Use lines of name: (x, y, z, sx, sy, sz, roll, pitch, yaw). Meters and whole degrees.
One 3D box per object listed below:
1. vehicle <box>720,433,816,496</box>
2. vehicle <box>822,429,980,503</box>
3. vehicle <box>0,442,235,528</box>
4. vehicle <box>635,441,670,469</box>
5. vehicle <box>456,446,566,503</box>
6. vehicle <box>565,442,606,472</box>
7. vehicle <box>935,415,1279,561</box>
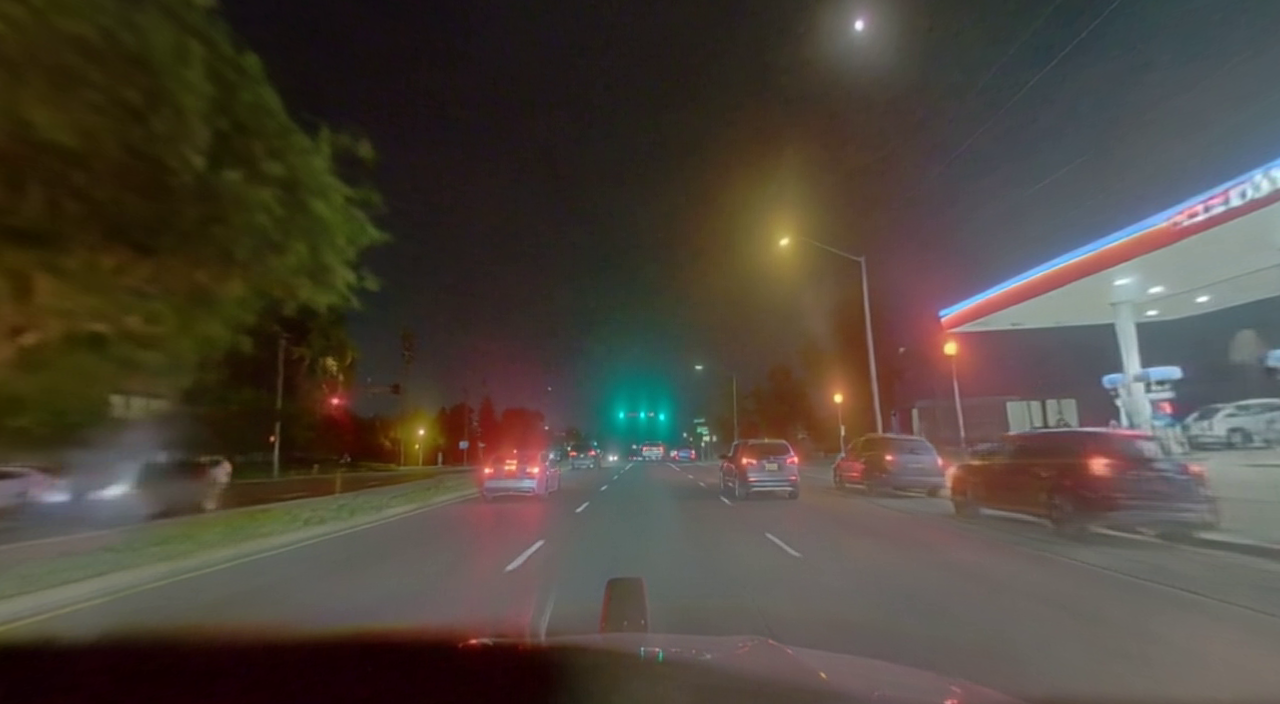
vehicle: (3.789, 3.426, 19.626, 1.980, 1.709, 4.813, 0, -8, 0)
vehicle: (7.148, 3.174, 18.051, 2.189, 1.783, 5.122, 1, -8, -2)
vehicle: (-12.351, 3.037, 15.116, 2.096, 1.720, 4.694, 0, -8, 0)
vehicle: (0.801, 6.723, 41.349, 2.192, 1.674, 4.124, 0, -8, 0)
vehicle: (-3.415, 3.320, 17.584, 2.013, 1.354, 4.393, 0, -8, 2)
vehicle: (-3.176, 6.192, 37.373, 1.988, 1.645, 3.995, 0, -8, 2)
vehicle: (7.004, 2.052, 10.257, 2.417, 1.736, 5.043, -1, -9, 7)
